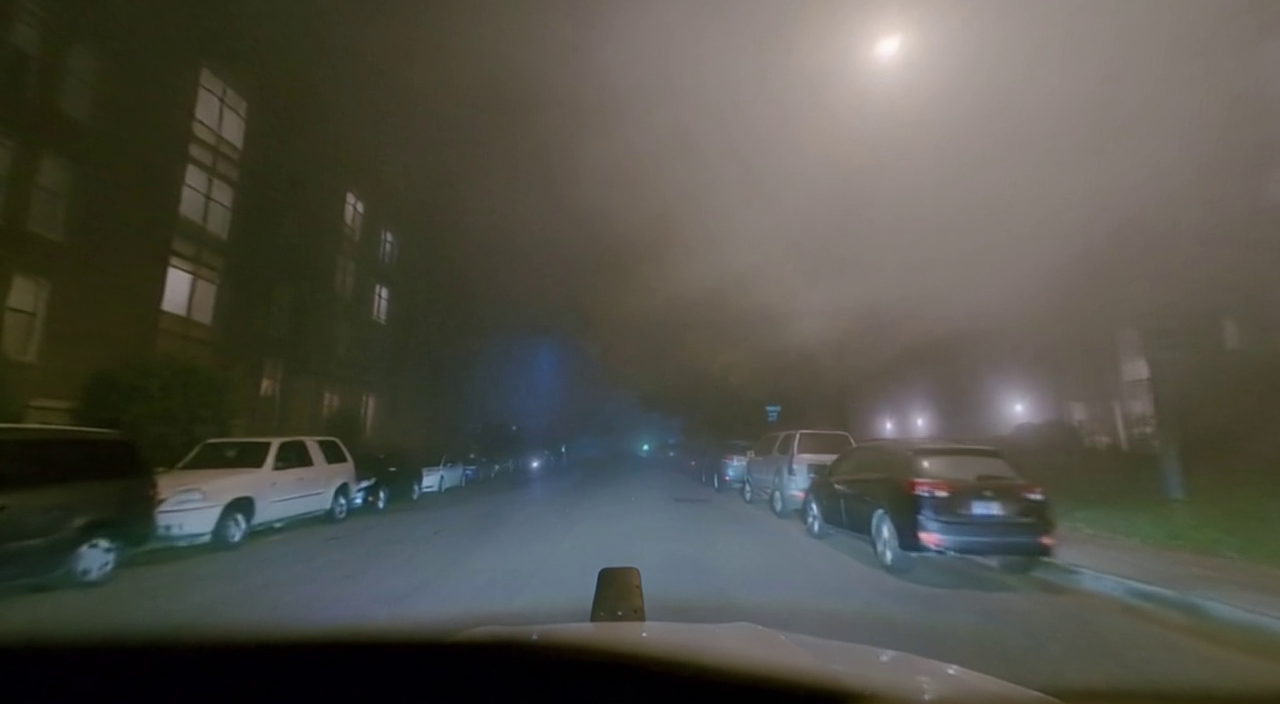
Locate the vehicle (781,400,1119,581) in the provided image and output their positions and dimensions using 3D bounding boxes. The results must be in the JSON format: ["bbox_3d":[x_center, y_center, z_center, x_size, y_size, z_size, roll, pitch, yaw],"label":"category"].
[{"bbox_3d":[3.858,1.849,9.309,2.214,1.885,5.268,0,-9,-1],"label":"vehicle"}]

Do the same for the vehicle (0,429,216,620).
[{"bbox_3d":[-7.273,1.743,6.245,2.384,1.781,5.492,-3,-10,-1],"label":"vehicle"}]

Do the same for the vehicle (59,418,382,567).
[{"bbox_3d":[-7.382,2.575,12.302,2.205,2.051,6.109,-3,-10,-1],"label":"vehicle"}]

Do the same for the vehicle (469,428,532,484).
[{"bbox_3d":[-7.625,5.748,34.980,2.294,2.707,6.199,-2,-9,-2],"label":"vehicle"}]
